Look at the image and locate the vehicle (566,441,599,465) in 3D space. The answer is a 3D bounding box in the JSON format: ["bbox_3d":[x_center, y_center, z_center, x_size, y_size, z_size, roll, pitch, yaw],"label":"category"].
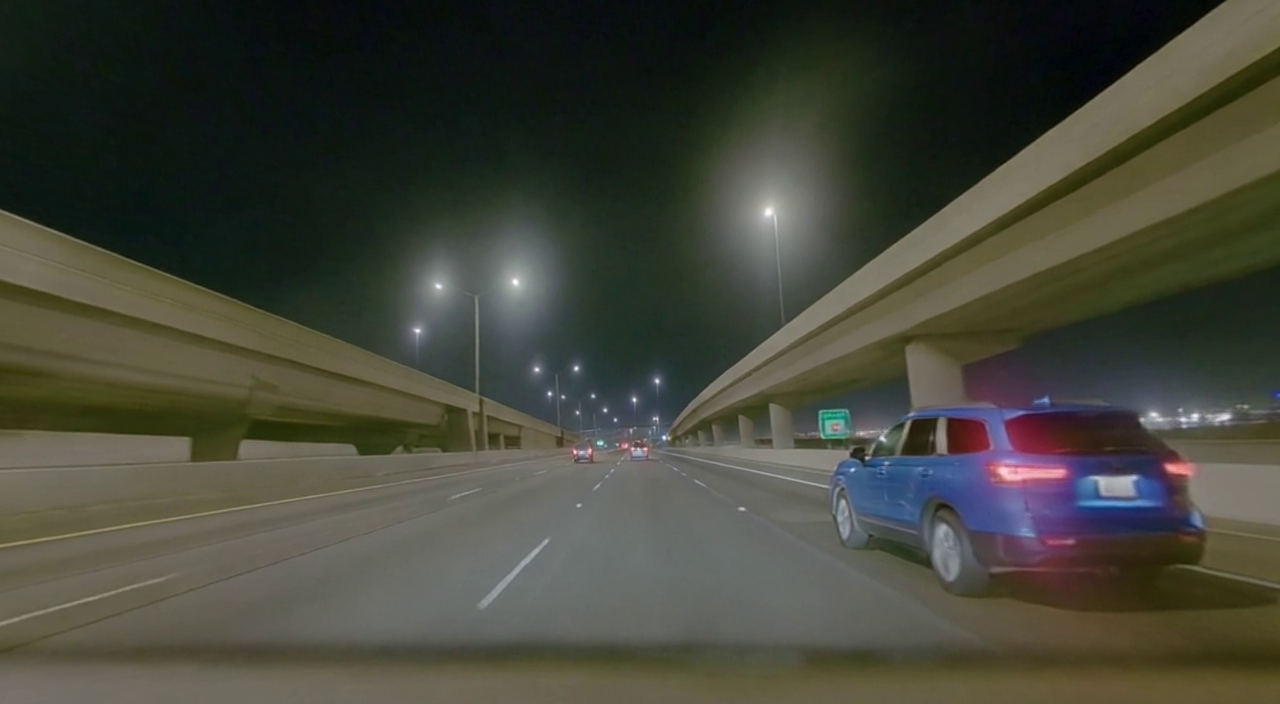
[{"bbox_3d":[-4.097,7.254,45.620,2.000,1.646,4.201,0,-8,-1],"label":"vehicle"}]

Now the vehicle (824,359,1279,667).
[{"bbox_3d":[3.736,1.306,6.261,2.288,1.841,4.779,0,-8,-1],"label":"vehicle"}]

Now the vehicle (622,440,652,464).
[{"bbox_3d":[-0.246,7.399,46.802,2.132,1.657,3.967,0,-8,-1],"label":"vehicle"}]
